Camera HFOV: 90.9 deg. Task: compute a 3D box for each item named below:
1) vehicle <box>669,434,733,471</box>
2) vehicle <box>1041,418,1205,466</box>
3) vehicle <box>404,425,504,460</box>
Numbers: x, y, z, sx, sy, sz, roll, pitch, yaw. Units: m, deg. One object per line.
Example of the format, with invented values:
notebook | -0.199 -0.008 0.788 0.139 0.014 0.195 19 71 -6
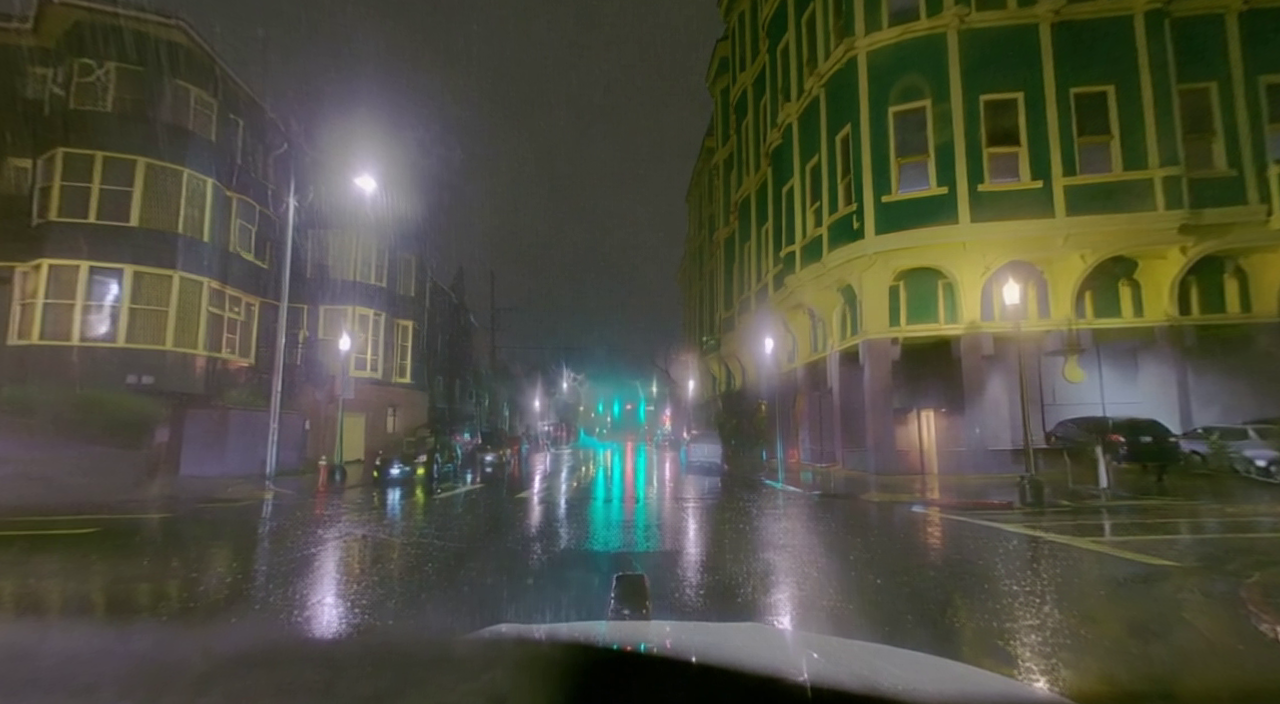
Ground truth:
vehicle | 2.506 4.311 27.134 2.290 1.456 4.503 0 -8 -1
vehicle | 15.323 2.881 20.145 3.752 1.453 1.709 0 -9 2
vehicle | -11.425 5.593 38.880 5.540 1.950 2.113 4 -12 -28
